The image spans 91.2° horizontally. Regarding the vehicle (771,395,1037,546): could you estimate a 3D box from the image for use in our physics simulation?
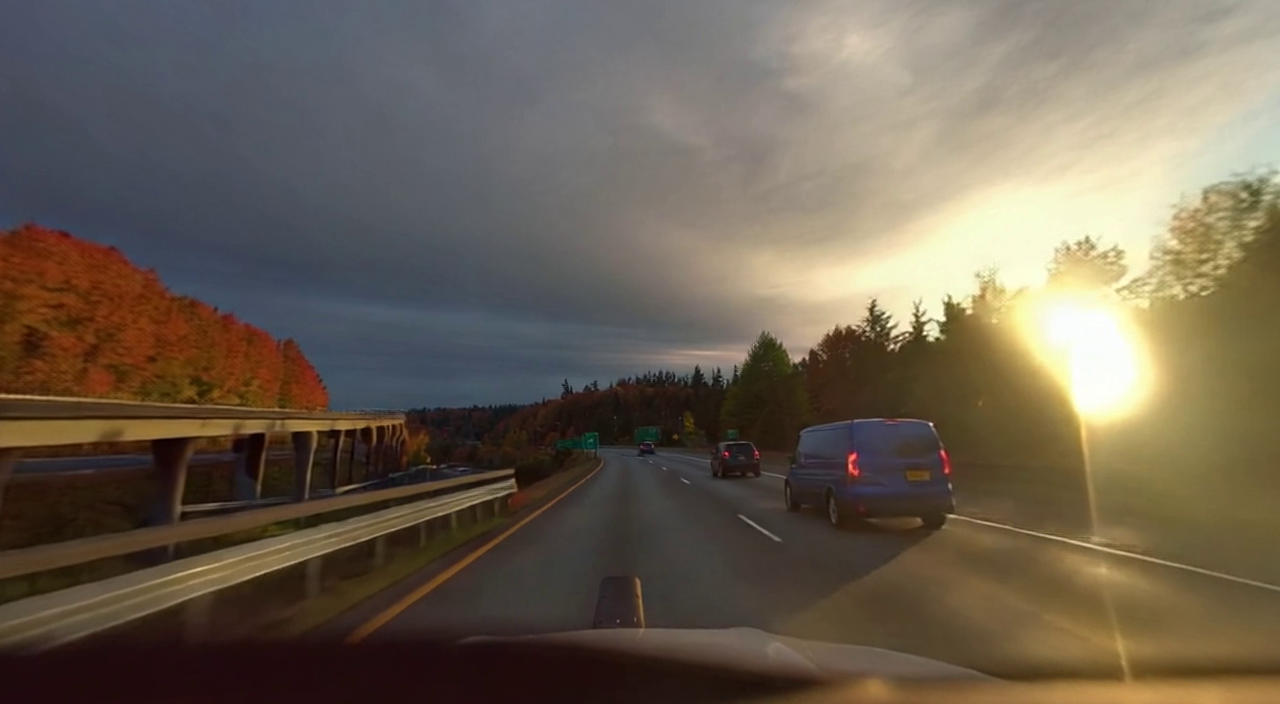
[{"bbox_3d":[3.957,1.915,10.679,2.205,1.923,4.956,0,-9,-2],"label":"vehicle"}]

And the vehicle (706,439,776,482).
[{"bbox_3d":[3.947,4.310,25.189,1.952,1.536,4.036,0,-9,-2],"label":"vehicle"}]
